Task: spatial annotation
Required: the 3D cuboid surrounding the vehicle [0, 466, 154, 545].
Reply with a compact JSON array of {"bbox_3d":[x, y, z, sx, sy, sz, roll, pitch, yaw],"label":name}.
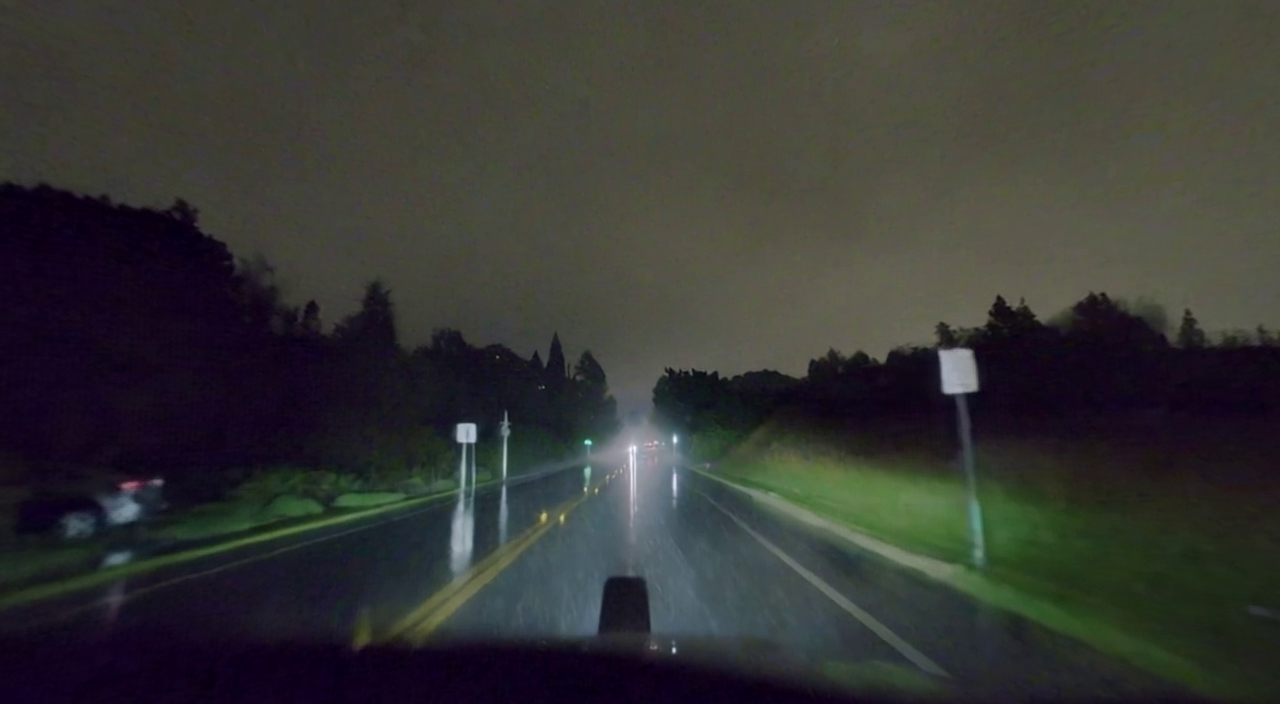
[{"bbox_3d":[-12.862,3.080,12.878,4.266,1.425,1.759,0,-9,-3],"label":"vehicle"}]
